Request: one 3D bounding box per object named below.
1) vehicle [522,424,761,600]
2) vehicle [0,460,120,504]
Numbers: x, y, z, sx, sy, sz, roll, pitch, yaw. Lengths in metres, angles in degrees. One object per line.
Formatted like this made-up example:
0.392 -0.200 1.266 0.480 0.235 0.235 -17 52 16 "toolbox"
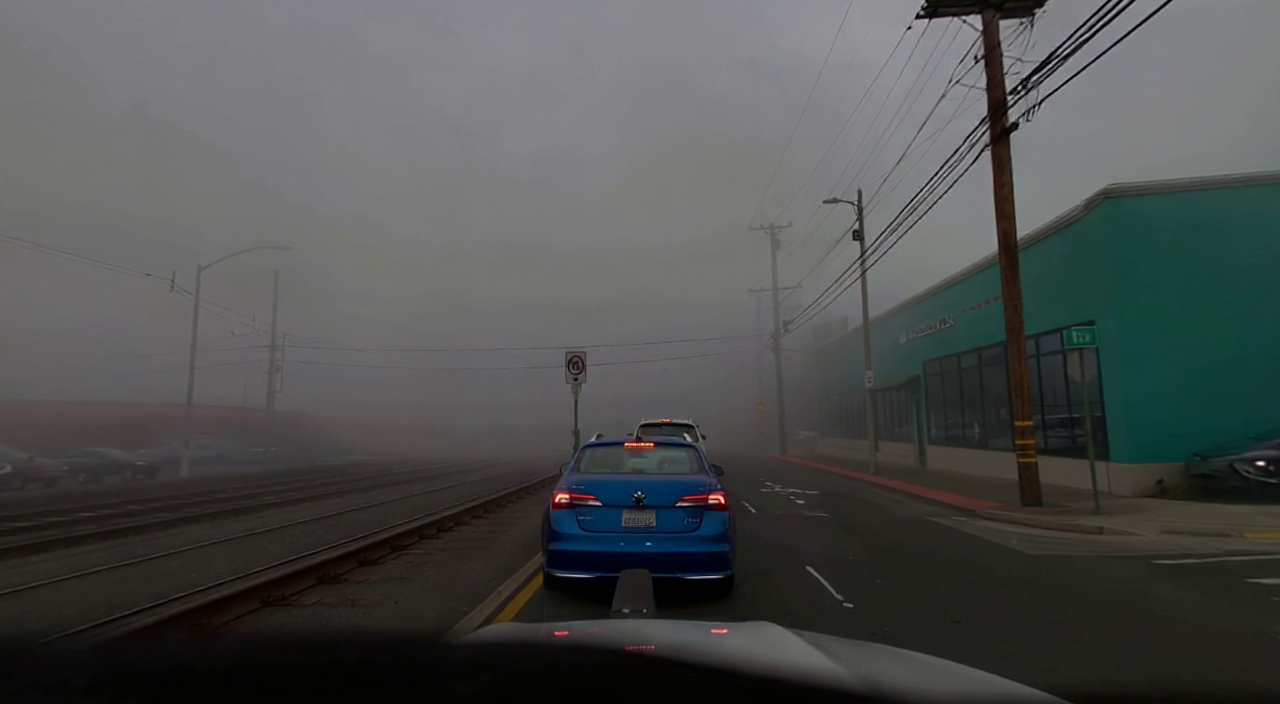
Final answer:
0.102 1.711 7.617 2.090 1.518 4.033 -1 -9 3 "vehicle"
-21.913 4.683 22.846 4.566 1.453 1.935 -1 -9 5 "vehicle"
